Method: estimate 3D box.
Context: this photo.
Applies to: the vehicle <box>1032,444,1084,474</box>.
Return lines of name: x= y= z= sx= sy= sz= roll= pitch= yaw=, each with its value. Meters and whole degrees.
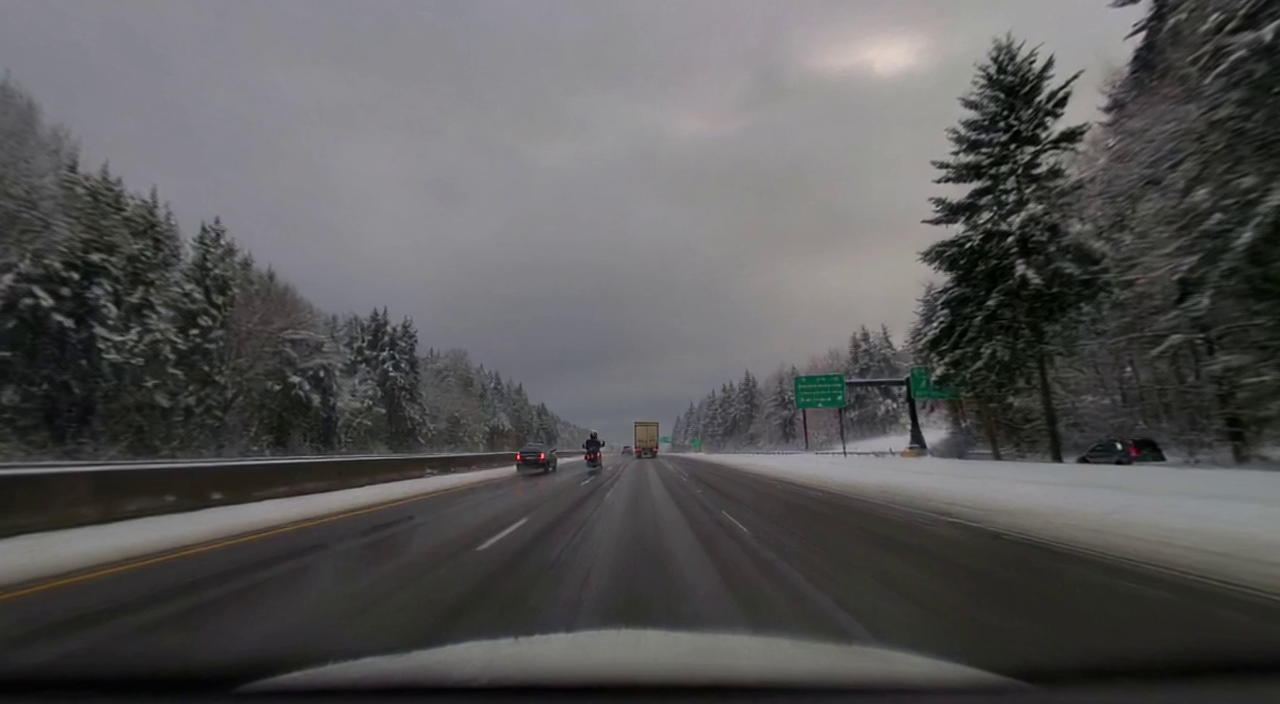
vehicle: x=29.955 y=7.634 z=45.313 sx=2.085 sy=2.025 sz=4.992 roll=-3 pitch=-9 yaw=23
